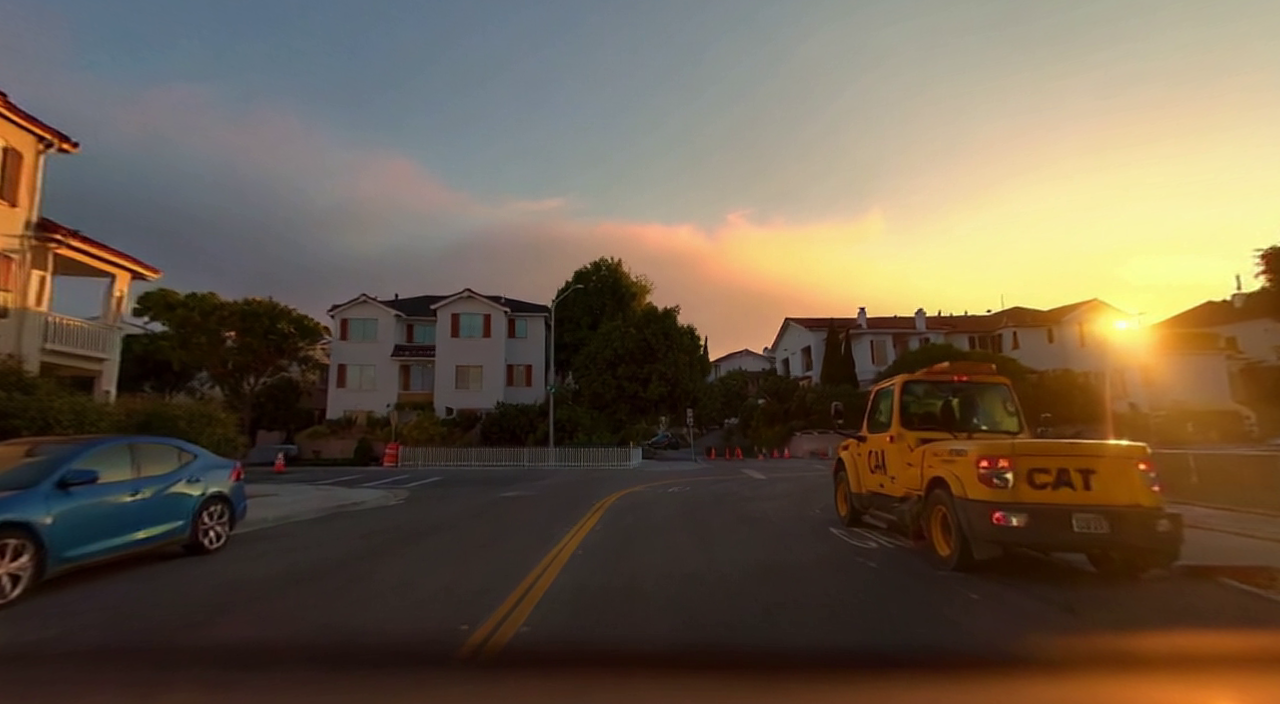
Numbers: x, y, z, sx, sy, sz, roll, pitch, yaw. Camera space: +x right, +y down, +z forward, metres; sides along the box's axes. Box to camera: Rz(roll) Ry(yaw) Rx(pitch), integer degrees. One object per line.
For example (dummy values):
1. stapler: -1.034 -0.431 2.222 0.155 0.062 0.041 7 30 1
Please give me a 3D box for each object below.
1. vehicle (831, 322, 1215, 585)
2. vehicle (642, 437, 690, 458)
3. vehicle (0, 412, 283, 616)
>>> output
1. vehicle: 4.383 1.249 8.132 2.501 2.613 3.505 1 -9 -3
2. vehicle: 1.962 7.441 49.251 3.629 1.578 1.802 0 -9 -1
3. vehicle: -6.686 1.668 7.301 2.220 1.765 4.799 0 -8 1
